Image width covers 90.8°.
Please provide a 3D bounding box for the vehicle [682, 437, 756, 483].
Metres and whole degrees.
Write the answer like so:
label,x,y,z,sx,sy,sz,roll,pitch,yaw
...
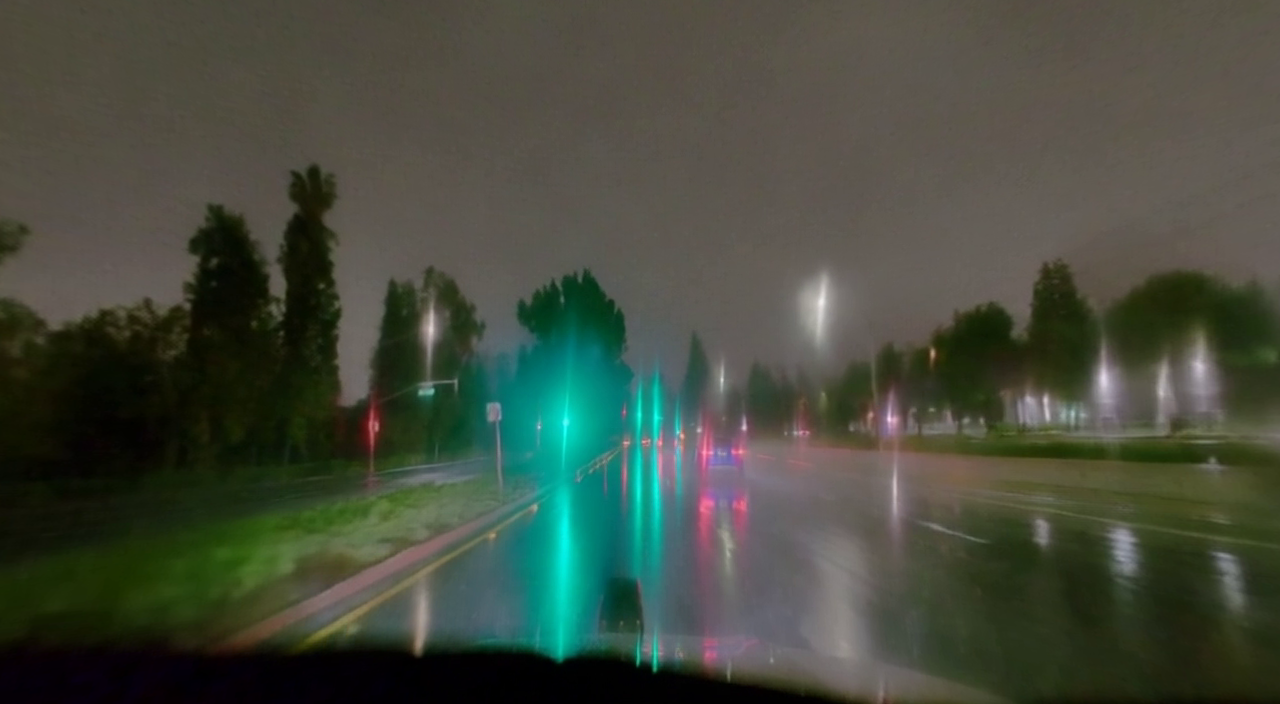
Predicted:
label,x,y,z,sx,sy,sz,roll,pitch,yaw
vehicle,2.721,3.858,22.862,2.056,1.483,4.091,0,-8,-1
